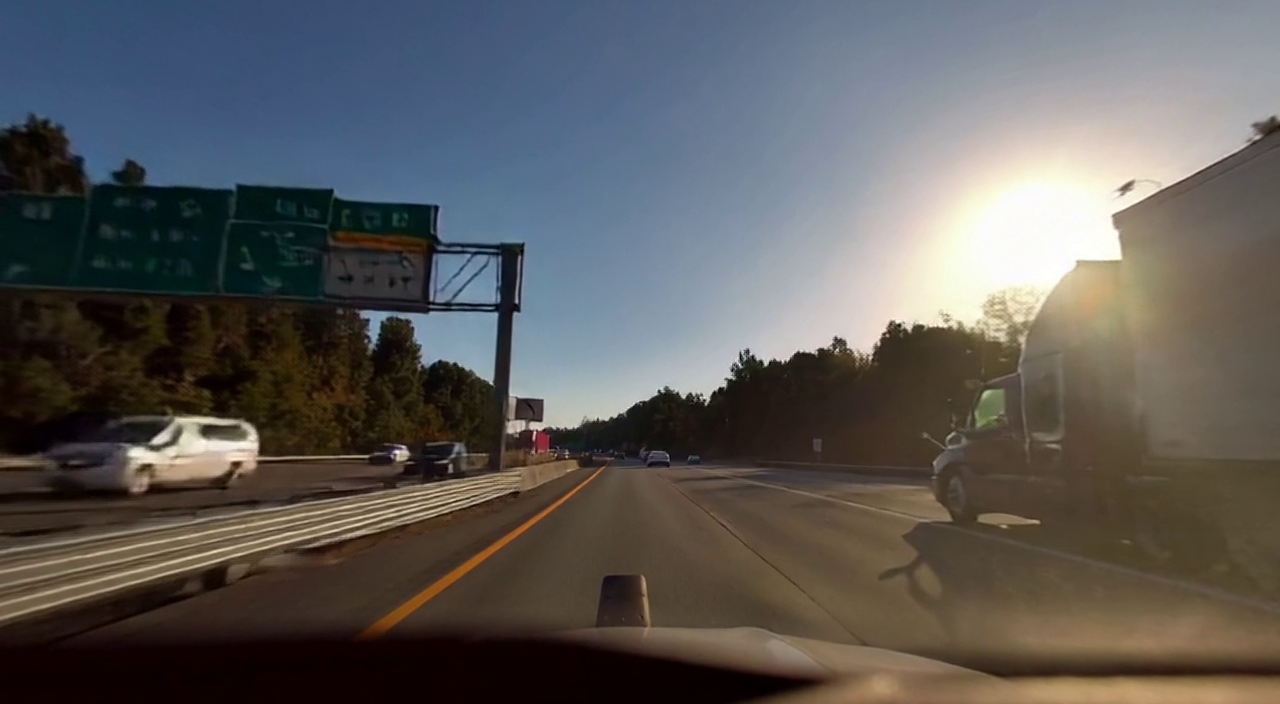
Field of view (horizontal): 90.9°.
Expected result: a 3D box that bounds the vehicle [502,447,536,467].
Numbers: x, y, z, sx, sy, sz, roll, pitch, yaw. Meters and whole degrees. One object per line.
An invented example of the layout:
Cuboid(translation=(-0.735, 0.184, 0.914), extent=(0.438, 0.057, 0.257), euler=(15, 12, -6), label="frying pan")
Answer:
Cuboid(translation=(-9.224, 8.053, 48.324), extent=(1.789, 1.478, 4.146), euler=(0, -9, -1), label="vehicle")

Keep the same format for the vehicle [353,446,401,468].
Cuboid(translation=(-19.870, 7.903, 47.739), extent=(1.830, 1.564, 4.271), euler=(0, -9, -1), label="vehicle")

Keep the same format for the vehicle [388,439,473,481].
Cuboid(translation=(-8.505, 4.428, 26.021), extent=(1.943, 1.521, 4.628), euler=(0, -9, 0), label="vehicle")

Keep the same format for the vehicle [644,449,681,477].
Cuboid(translation=(1.324, 6.728, 38.520), extent=(2.111, 1.599, 3.859), euler=(0, -9, 0), label="vehicle")

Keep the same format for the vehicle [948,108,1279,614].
Cuboid(translation=(6.546, -0.181, 3.433), extent=(2.890, 4.006, 14.039), euler=(0, -9, 1), label="vehicle")

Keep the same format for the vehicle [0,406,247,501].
Cuboid(translation=(-12.196, 2.426, 15.191), extent=(2.026, 1.875, 5.341), euler=(0, -9, -1), label="vehicle")
